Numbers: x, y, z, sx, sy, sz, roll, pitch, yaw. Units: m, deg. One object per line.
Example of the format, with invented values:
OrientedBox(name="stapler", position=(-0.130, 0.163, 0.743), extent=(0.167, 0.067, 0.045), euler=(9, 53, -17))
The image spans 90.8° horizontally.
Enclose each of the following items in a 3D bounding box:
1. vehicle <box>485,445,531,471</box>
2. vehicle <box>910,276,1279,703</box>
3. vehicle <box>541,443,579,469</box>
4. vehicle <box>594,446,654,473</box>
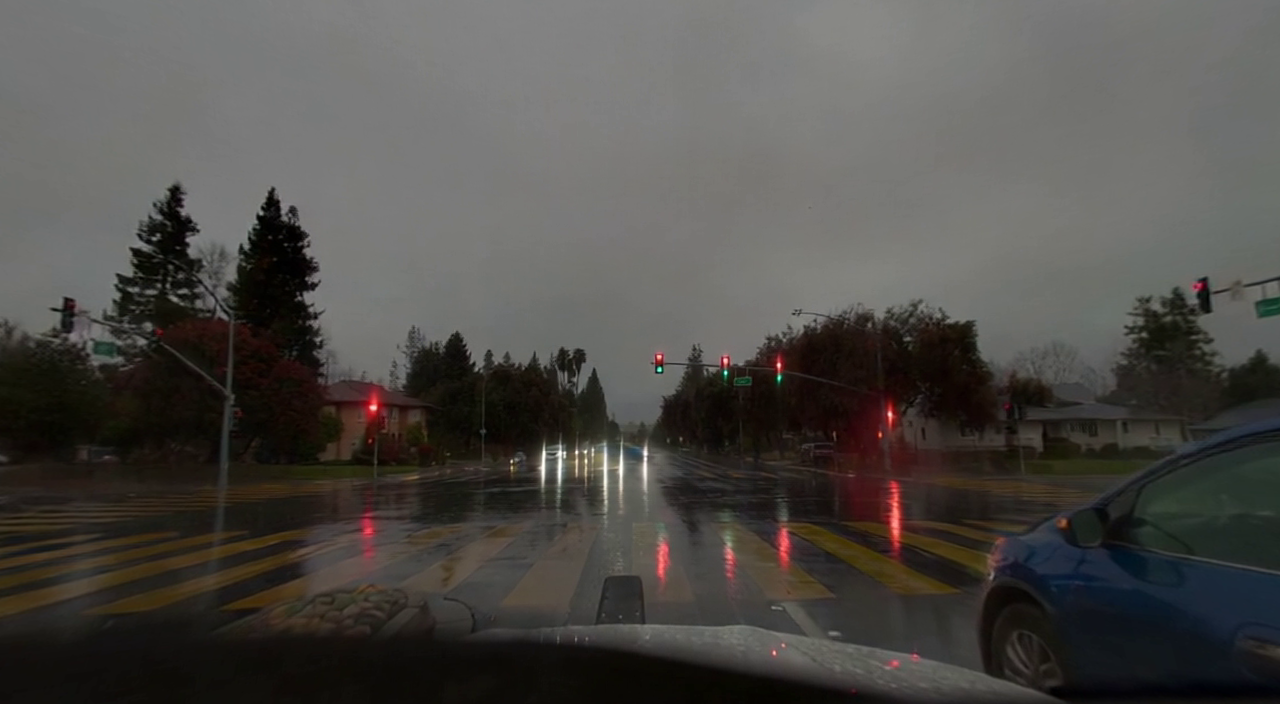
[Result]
OrientedBox(name="vehicle", position=(-8.913, 7.187, 43.192), extent=(2.028, 1.654, 5.027), euler=(0, -9, 0))
OrientedBox(name="vehicle", position=(2.710, 0.673, 1.376), extent=(2.085, 1.800, 4.908), euler=(0, -9, 0))
OrientedBox(name="vehicle", position=(-5.507, 7.224, 43.943), extent=(2.091, 1.707, 4.157), euler=(0, -9, 0))
OrientedBox(name="vehicle", position=(-0.996, 6.372, 37.754), extent=(2.046, 1.491, 4.118), euler=(4, -10, -26))
